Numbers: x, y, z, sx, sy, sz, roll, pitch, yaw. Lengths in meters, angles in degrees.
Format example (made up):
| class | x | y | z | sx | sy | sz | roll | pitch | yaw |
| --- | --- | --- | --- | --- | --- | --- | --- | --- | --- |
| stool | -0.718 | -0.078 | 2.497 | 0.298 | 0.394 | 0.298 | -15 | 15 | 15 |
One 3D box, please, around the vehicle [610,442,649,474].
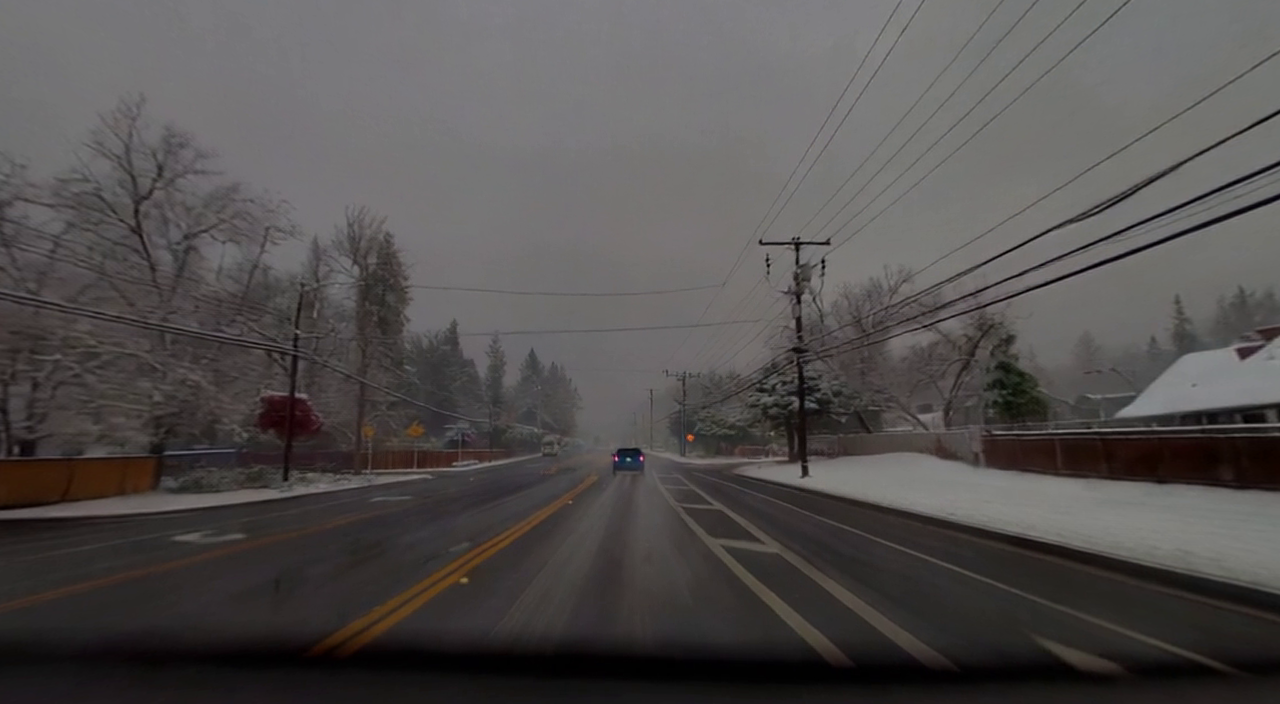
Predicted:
| class | x | y | z | sx | sy | sz | roll | pitch | yaw |
| --- | --- | --- | --- | --- | --- | --- | --- | --- | --- |
| vehicle | -0.581 | 6.077 | 36.393 | 2.139 | 1.699 | 3.916 | 0 | -9 | -1 |
